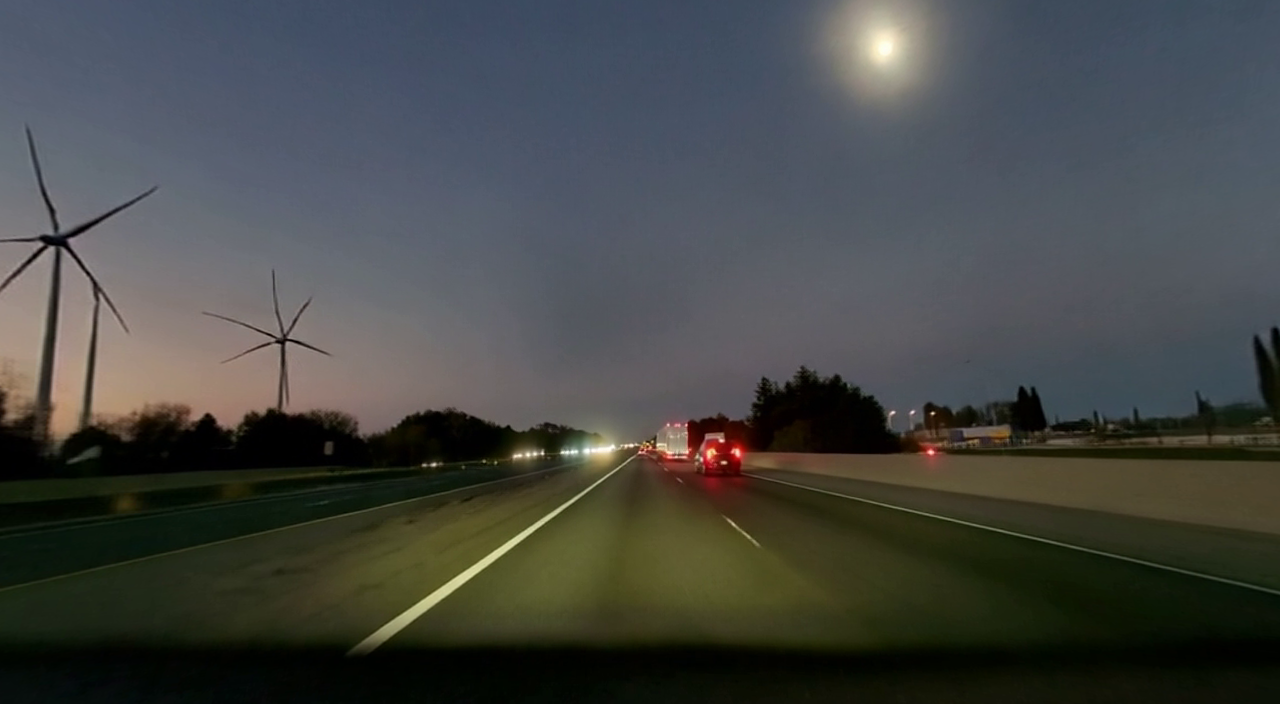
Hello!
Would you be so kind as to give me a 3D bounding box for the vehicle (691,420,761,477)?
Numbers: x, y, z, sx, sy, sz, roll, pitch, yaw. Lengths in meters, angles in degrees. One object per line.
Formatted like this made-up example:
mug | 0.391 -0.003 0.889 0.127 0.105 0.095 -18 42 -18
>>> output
vehicle | 4.290 5.001 32.484 2.609 2.648 5.397 0 -9 -2
